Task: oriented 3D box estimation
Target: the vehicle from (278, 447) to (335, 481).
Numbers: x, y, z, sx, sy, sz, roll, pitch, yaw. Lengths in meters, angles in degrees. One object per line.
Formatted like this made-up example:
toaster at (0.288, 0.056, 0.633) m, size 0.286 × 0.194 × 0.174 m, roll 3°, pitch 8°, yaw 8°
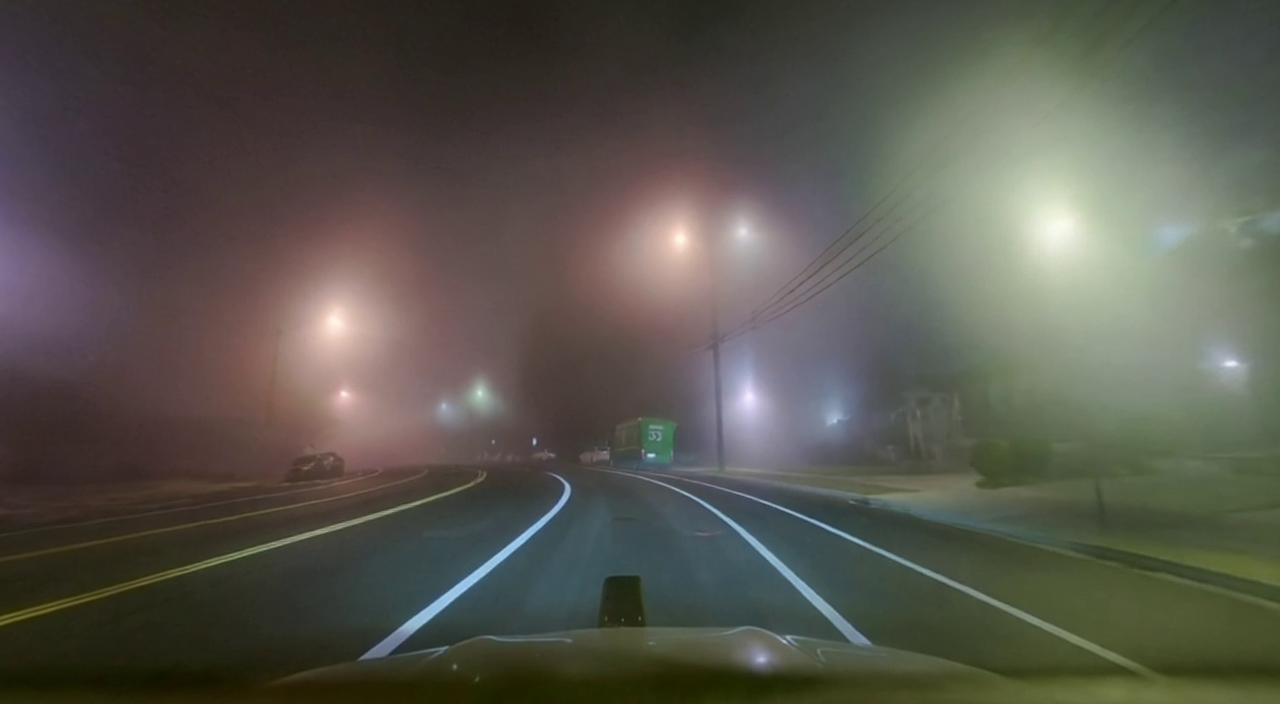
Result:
vehicle at (-19.497, 6.515, 36.867) m, size 1.976 × 1.797 × 4.249 m, roll 2°, pitch -9°, yaw -16°

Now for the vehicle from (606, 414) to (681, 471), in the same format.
vehicle at (0.050, 5.913, 41.059) m, size 2.918 × 3.319 × 7.595 m, roll 2°, pitch -9°, yaw -15°
